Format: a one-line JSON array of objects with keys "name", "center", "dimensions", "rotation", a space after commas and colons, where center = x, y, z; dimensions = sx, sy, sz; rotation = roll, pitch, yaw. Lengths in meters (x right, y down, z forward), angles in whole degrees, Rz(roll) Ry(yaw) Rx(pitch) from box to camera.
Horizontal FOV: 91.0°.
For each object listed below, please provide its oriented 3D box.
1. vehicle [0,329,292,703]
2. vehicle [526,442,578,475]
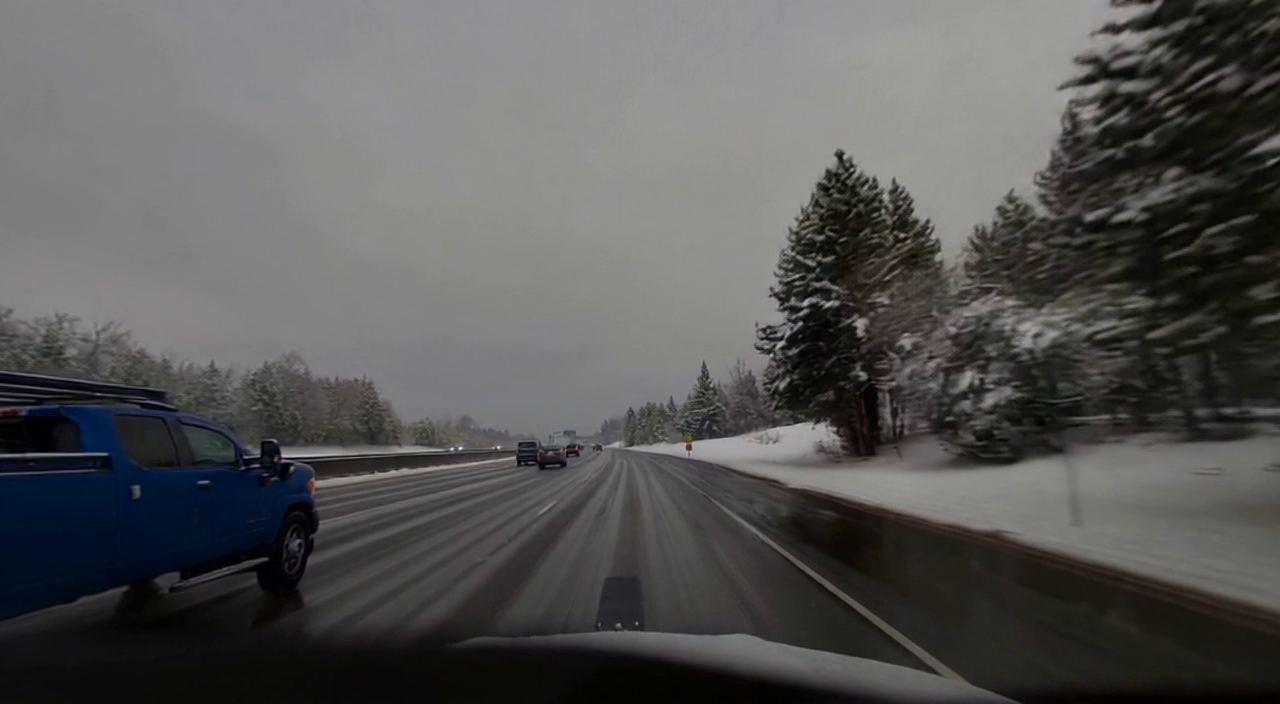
[{"name": "vehicle", "center": [-3.862, 0.762, 2.331], "dimensions": [2.200, 1.807, 5.041], "rotation": [0, -9, 1]}, {"name": "vehicle", "center": [-4.325, 5.323, 31.737], "dimensions": [2.012, 1.509, 4.359], "rotation": [0, -9, 0]}]
